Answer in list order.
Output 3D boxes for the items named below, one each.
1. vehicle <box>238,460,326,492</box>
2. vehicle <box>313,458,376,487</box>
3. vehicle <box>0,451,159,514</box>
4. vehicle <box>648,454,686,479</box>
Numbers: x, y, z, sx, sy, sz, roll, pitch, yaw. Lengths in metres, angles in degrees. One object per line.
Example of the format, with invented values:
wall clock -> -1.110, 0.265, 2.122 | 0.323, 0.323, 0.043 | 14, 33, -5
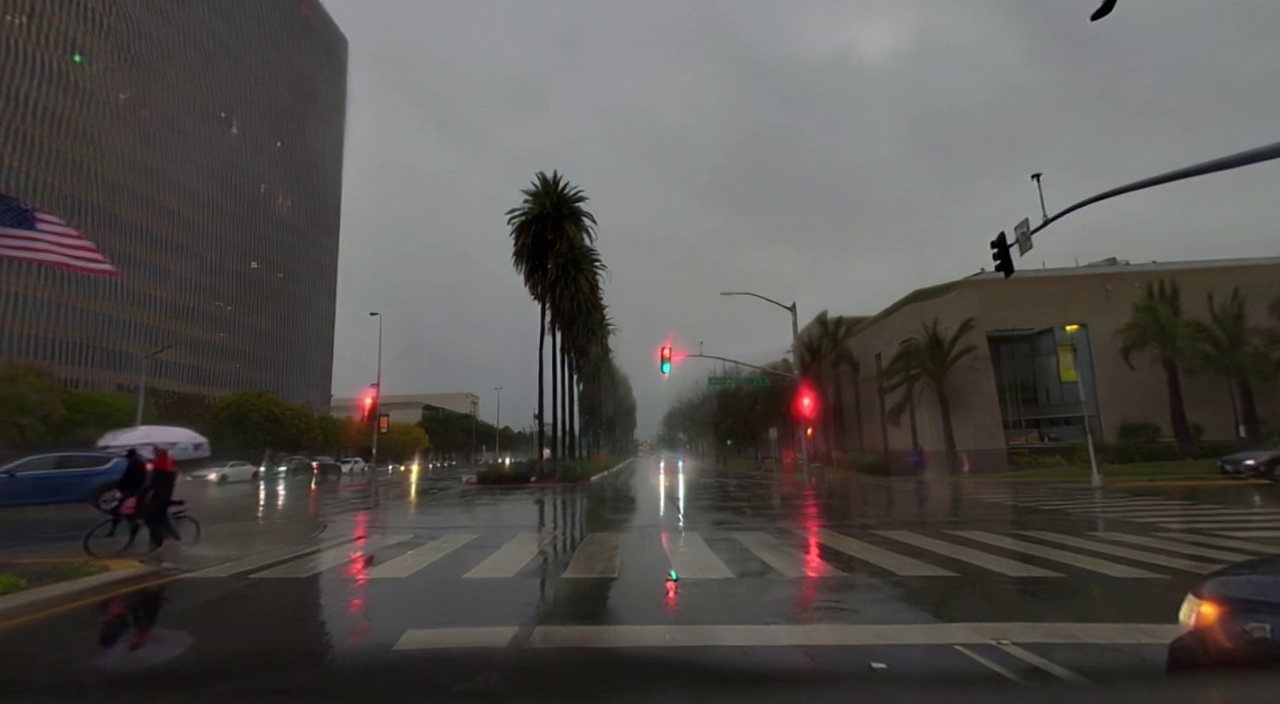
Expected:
vehicle -> -19.933, 6.910, 35.466 | 2.069, 1.540, 4.774 | 0, -8, 2
vehicle -> -20.129, 8.201, 43.282 | 2.043, 1.745, 4.420 | 0, -8, 1
vehicle -> -16.474, 3.598, 17.719 | 4.499, 1.594, 1.898 | 5, -10, -33
vehicle -> 1.777, 7.841, 43.556 | 2.000, 1.525, 4.273 | 1, -8, -6
